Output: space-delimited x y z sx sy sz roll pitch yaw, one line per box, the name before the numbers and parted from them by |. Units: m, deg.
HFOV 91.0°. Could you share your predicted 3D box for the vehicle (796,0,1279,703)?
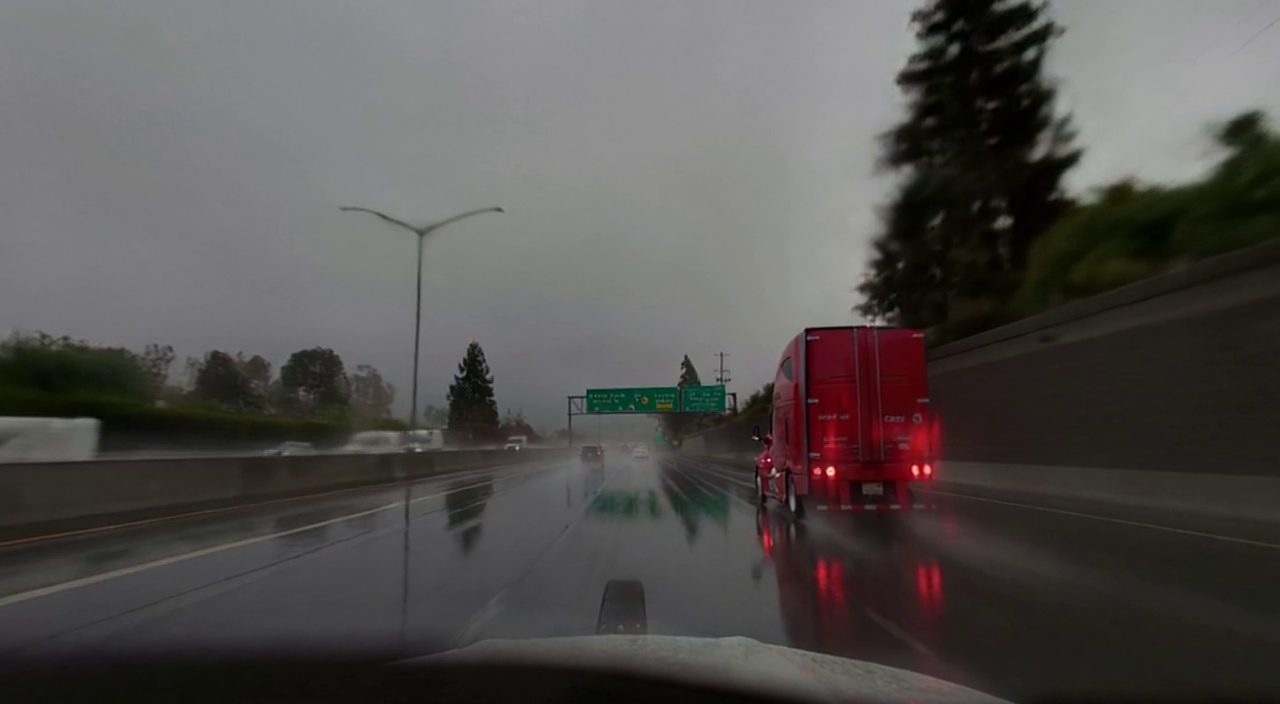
vehicle | 3.943 -0.315 2.243 2.899 4.078 16.430 0 -9 1
